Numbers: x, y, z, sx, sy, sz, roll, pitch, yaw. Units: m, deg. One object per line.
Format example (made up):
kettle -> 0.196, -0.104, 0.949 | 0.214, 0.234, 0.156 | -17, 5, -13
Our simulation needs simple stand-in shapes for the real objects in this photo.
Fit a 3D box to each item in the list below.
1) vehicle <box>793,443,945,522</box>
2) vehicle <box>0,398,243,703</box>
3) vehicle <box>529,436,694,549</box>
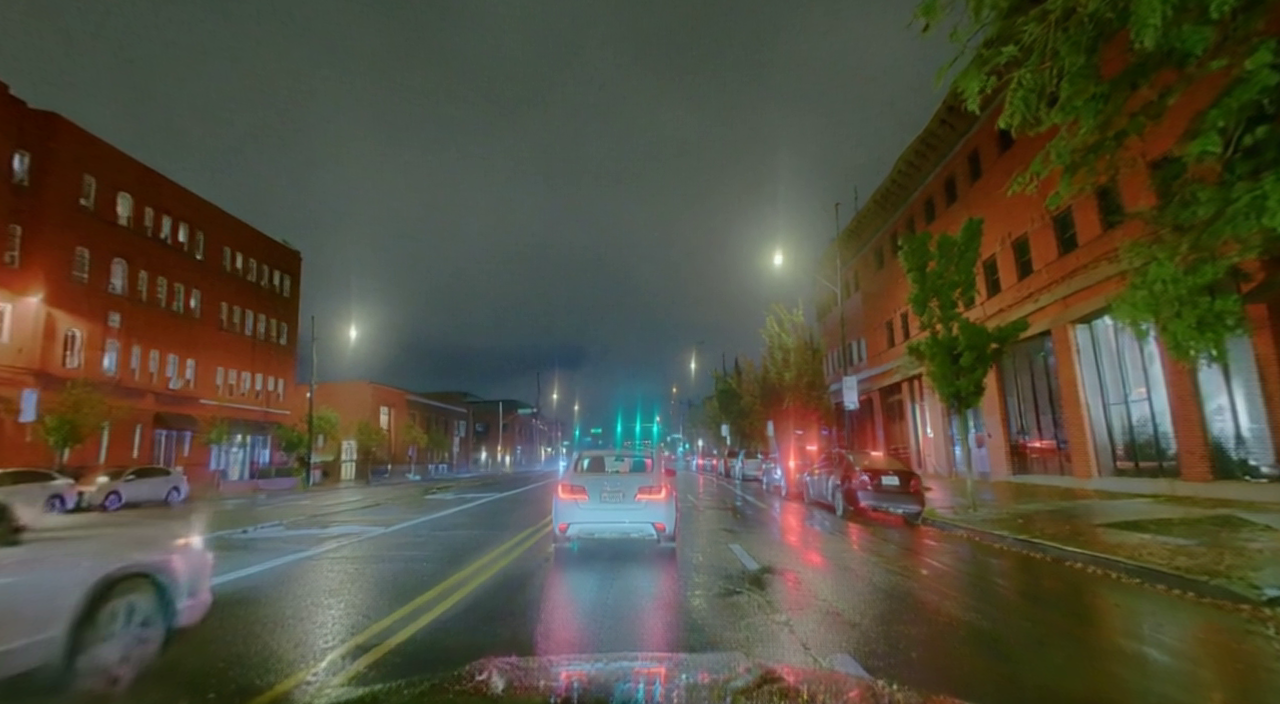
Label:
vehicle -> 4.914, 2.823, 14.201 | 1.832, 1.491, 4.054 | 1, -9, -1
vehicle -> -3.513, 0.824, 1.590 | 1.934, 1.548, 4.635 | 0, -9, 1
vehicle -> -0.385, 2.228, 10.672 | 2.230, 1.518, 4.113 | 0, -9, 0
